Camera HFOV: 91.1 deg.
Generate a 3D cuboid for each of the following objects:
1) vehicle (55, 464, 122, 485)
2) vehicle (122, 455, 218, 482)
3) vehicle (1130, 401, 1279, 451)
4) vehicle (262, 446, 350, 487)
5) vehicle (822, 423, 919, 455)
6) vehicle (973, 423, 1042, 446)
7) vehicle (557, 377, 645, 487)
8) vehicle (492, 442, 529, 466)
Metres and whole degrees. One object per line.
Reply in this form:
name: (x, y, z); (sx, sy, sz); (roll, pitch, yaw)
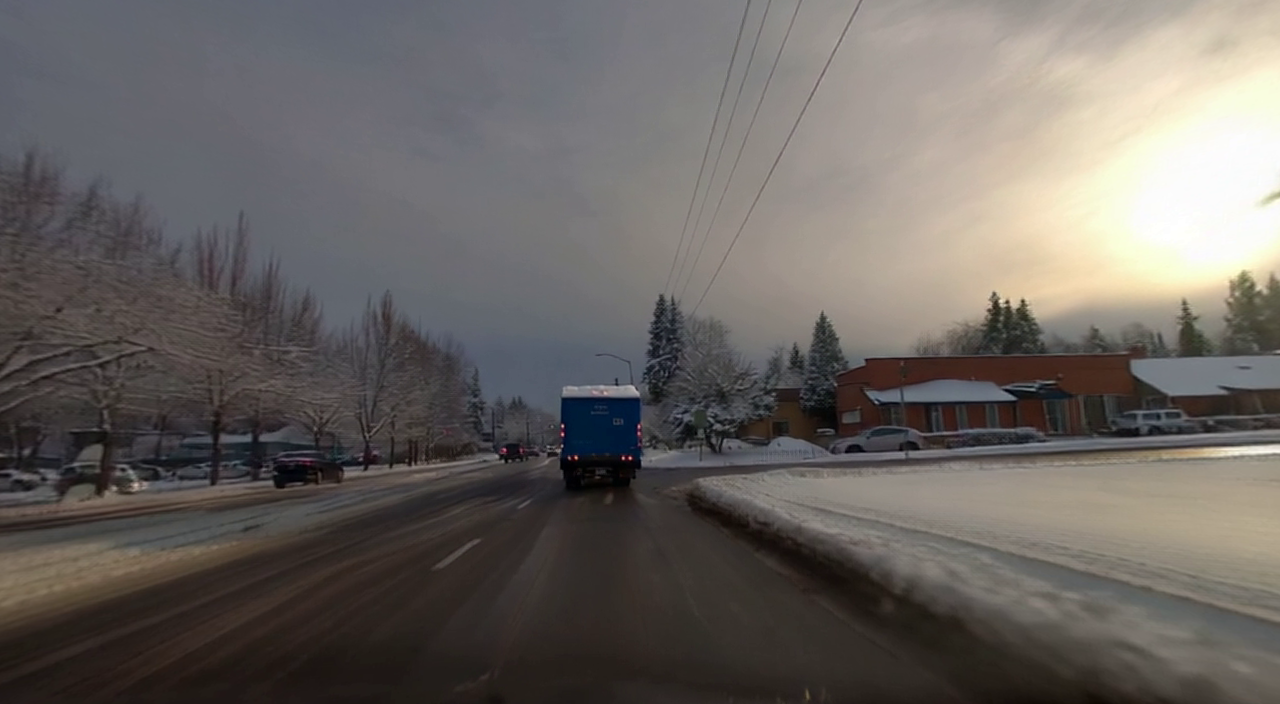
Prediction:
vehicle: (-42.027, 9.308, 47.876); (1.645, 1.416, 3.497); (-5, -10, 36)
vehicle: (-36.656, 9.112, 49.076); (5.452, 1.994, 2.312); (0, -8, -3)
vehicle: (25.424, 3.246, 27.665); (5.850, 2.049, 2.317); (0, -8, -5)
vehicle: (-14.957, 5.109, 28.370); (1.958, 1.672, 4.283); (1, -8, -6)
vehicle: (11.994, 4.562, 32.875); (4.321, 1.579, 1.823); (1, -8, -3)
vehicle: (24.166, 5.445, 41.293); (3.537, 1.393, 1.581); (1, -10, -5)
vehicle: (-1.556, 3.316, 25.382); (2.905, 3.644, 8.807); (1, -8, -3)
vehicle: (-9.994, 7.923, 48.784); (2.095, 1.759, 4.433); (0, -8, -2)
